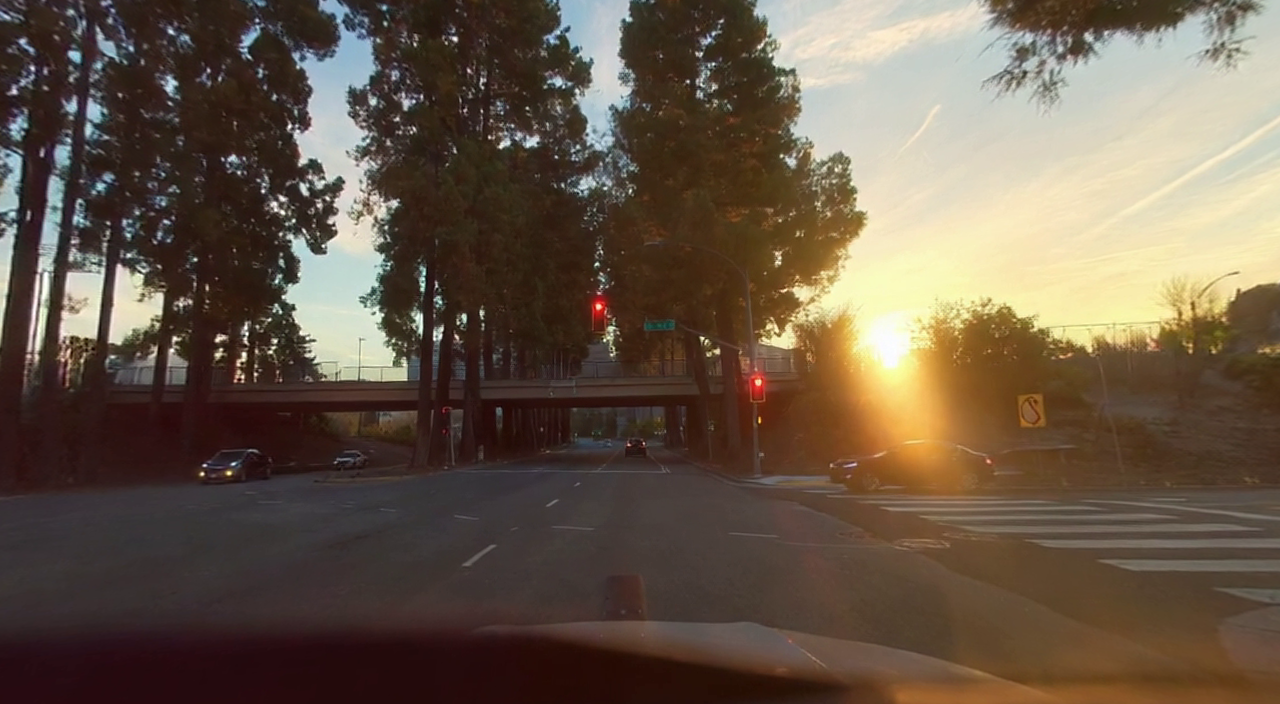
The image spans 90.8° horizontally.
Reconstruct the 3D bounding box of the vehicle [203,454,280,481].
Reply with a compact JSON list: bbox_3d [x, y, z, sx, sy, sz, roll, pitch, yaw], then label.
[{"bbox_3d":[-23.922,6.909,38.112,1.834,1.482,4.310,0,-8,0],"label":"vehicle"}]

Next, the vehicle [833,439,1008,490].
[{"bbox_3d":[8.686,3.466,19.764,4.691,1.466,1.800,1,-9,-8],"label":"vehicle"}]
